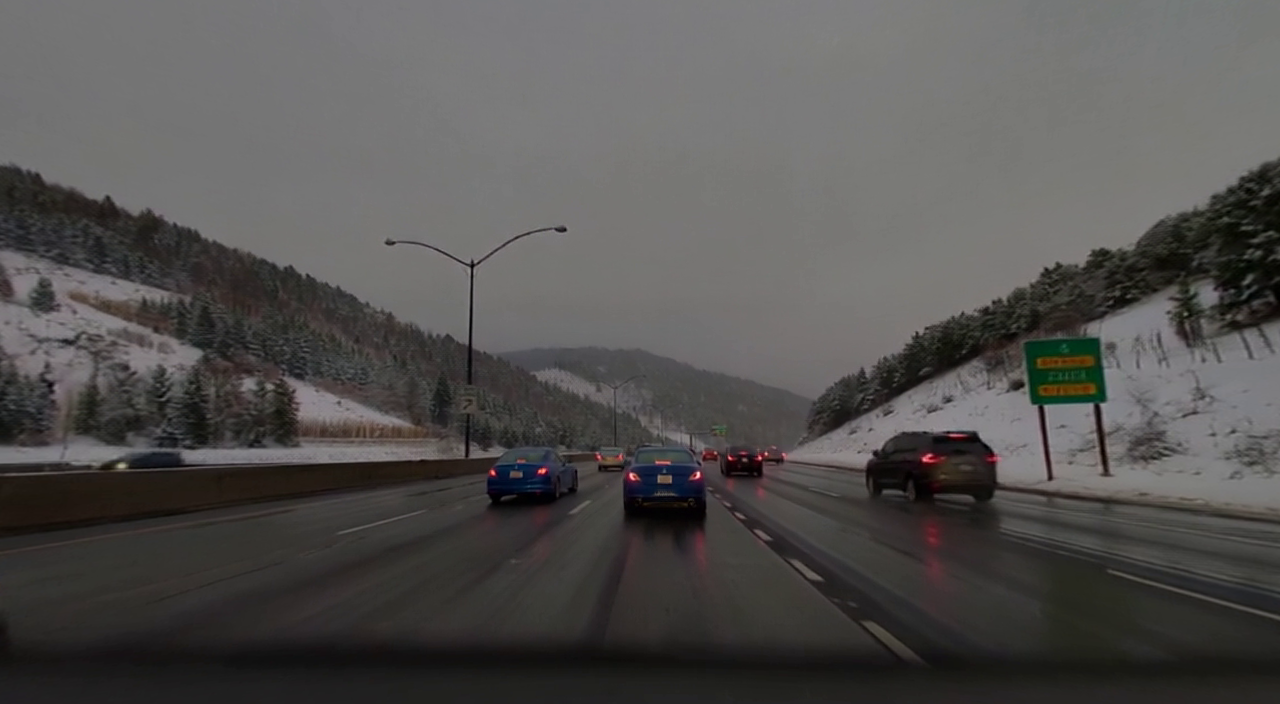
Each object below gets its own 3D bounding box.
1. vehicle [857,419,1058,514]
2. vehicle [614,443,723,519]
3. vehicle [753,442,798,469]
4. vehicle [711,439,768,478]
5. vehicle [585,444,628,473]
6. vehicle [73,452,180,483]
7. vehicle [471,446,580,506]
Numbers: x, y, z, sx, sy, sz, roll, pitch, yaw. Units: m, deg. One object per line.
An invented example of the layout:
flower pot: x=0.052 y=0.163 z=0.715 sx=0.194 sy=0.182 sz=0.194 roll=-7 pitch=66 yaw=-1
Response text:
vehicle: x=7.046 y=2.593 z=14.804 sx=2.210 sy=1.831 sz=4.843 roll=0 pitch=-8 yaw=1
vehicle: x=0.603 y=2.756 z=14.018 sx=2.072 sy=1.431 sz=3.904 roll=-1 pitch=-8 yaw=2
vehicle: x=8.595 y=6.593 z=40.485 sx=2.032 sy=1.580 sz=4.928 roll=-1 pitch=-8 yaw=3
vehicle: x=4.631 y=5.034 z=30.034 sx=2.083 sy=1.693 sz=4.740 roll=0 pitch=-8 yaw=2
vehicle: x=-1.918 y=6.291 z=37.417 sx=2.034 sy=1.572 sz=4.444 roll=-1 pitch=-8 yaw=4
vehicle: x=-27.292 y=6.135 z=33.732 sx=1.841 sy=1.458 sz=4.454 roll=-1 pitch=-8 yaw=2
vehicle: x=-2.969 y=3.327 z=17.455 sx=2.017 sy=1.446 sz=4.384 roll=-1 pitch=-8 yaw=3
